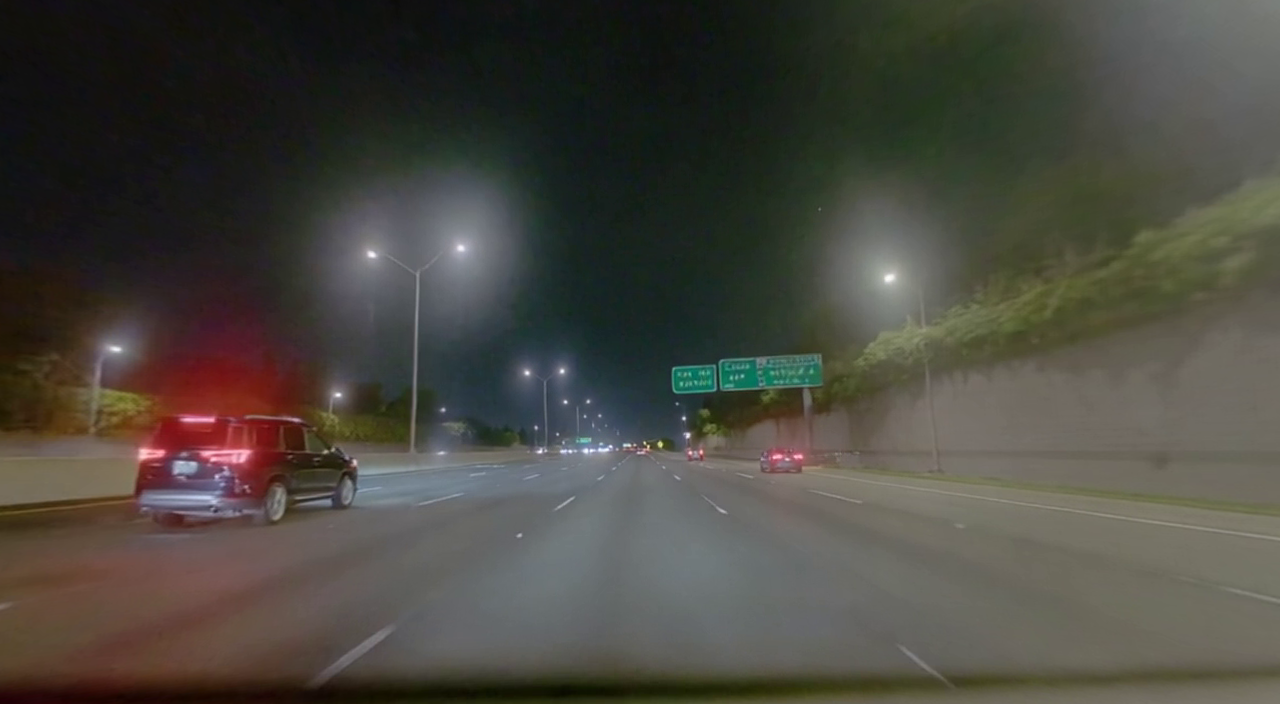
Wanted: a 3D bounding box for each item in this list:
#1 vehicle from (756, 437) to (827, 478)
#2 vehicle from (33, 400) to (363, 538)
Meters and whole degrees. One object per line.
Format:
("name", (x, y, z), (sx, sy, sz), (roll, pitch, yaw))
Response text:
("vehicle", (7.017, 4.953, 29.681), (2.167, 1.781, 4.340), (0, -9, -1))
("vehicle", (-7.654, 2.118, 11.906), (2.431, 2.005, 5.166), (0, -9, 0))
